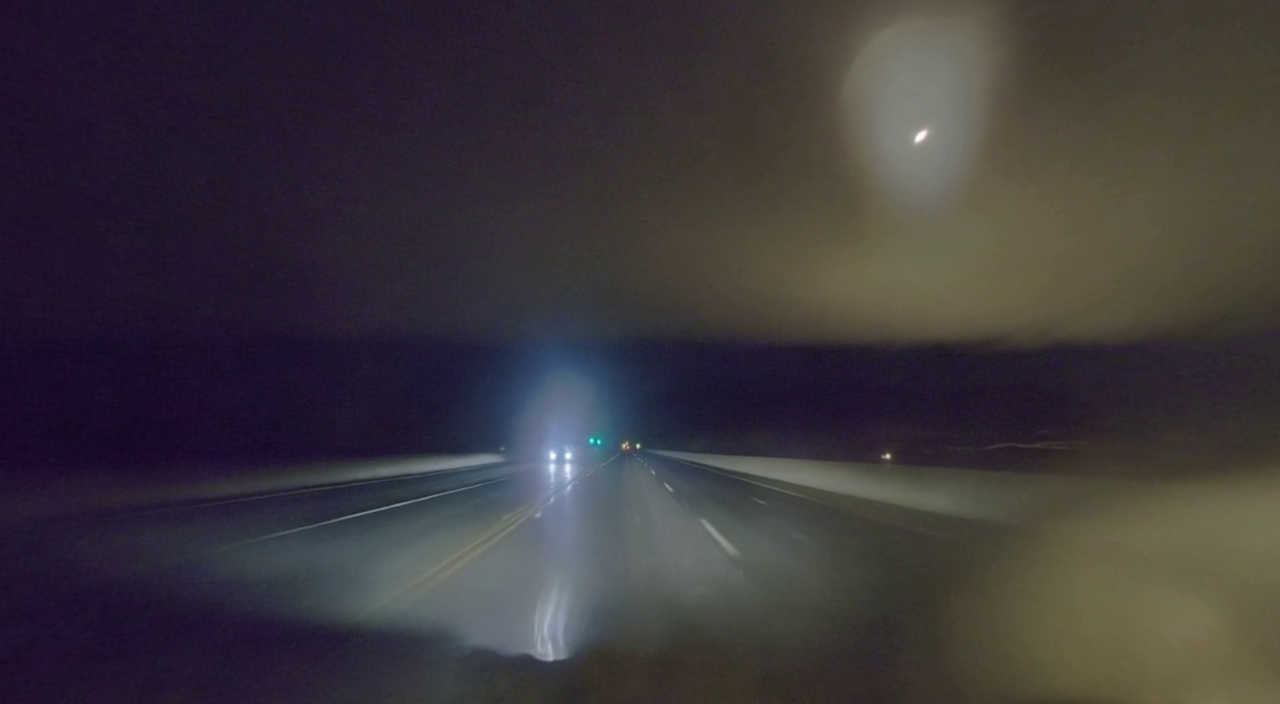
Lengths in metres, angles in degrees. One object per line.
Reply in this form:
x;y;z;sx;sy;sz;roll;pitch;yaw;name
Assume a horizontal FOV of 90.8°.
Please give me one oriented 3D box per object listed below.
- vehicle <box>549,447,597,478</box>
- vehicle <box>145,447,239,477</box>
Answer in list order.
-3.504;5.838;33.604;1.722;1.523;3.736;-1;-9;7;vehicle
-26.657;6.550;37.826;2.074;1.672;4.834;0;-9;0;vehicle
